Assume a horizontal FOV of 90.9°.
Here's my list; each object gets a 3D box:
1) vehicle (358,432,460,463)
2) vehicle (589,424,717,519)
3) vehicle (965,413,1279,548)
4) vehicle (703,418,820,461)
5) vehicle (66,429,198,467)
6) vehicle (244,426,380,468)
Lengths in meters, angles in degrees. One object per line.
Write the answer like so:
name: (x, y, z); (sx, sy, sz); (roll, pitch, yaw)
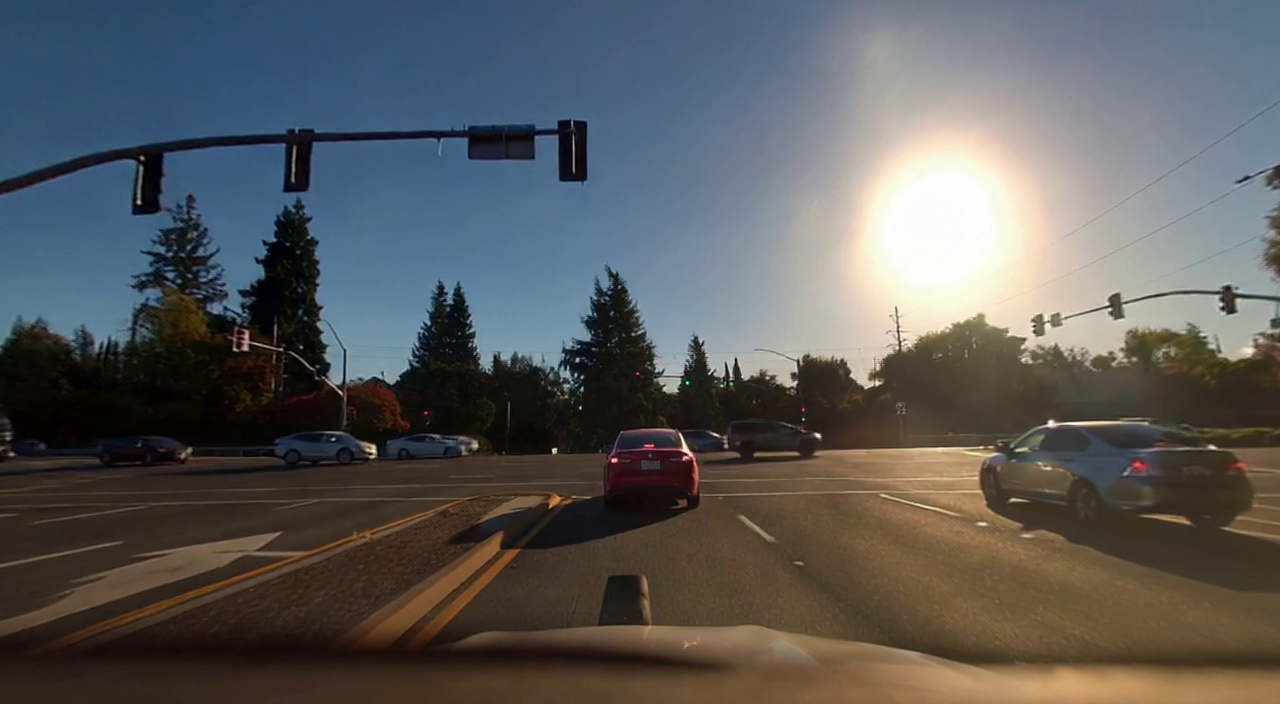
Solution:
vehicle: (-11.545, 4.791, 31.692); (4.399, 1.445, 1.769); (-1, -8, 2)
vehicle: (0.167, 2.195, 12.033); (2.041, 1.485, 3.813); (0, -8, -1)
vehicle: (7.142, 1.845, 9.731); (1.901, 1.577, 4.348); (0, -8, 0)
vehicle: (5.323, 3.890, 28.128); (4.786, 1.803, 1.967); (0, -8, 0)
vehicle: (-25.332, 4.814, 31.586); (4.833, 1.784, 2.027); (0, -8, 0)
vehicle: (-14.495, 4.222, 28.107); (4.921, 1.757, 2.036); (-1, -8, 2)
